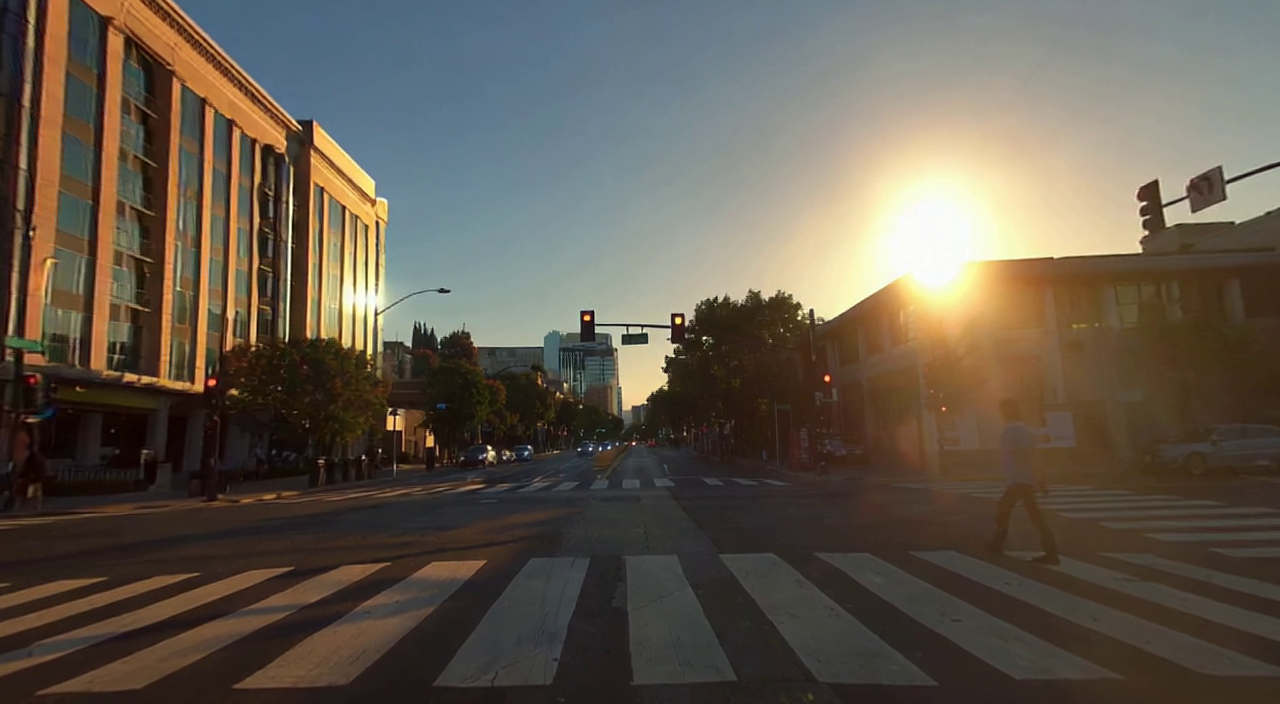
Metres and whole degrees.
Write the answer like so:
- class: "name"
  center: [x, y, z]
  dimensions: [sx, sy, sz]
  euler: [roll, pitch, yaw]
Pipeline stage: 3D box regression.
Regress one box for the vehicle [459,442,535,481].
- class: "vehicle"
  center: [-5.880, 4.531, 26.489]
  dimensions: [2.127, 1.473, 4.428]
  euler: [0, -8, 1]
